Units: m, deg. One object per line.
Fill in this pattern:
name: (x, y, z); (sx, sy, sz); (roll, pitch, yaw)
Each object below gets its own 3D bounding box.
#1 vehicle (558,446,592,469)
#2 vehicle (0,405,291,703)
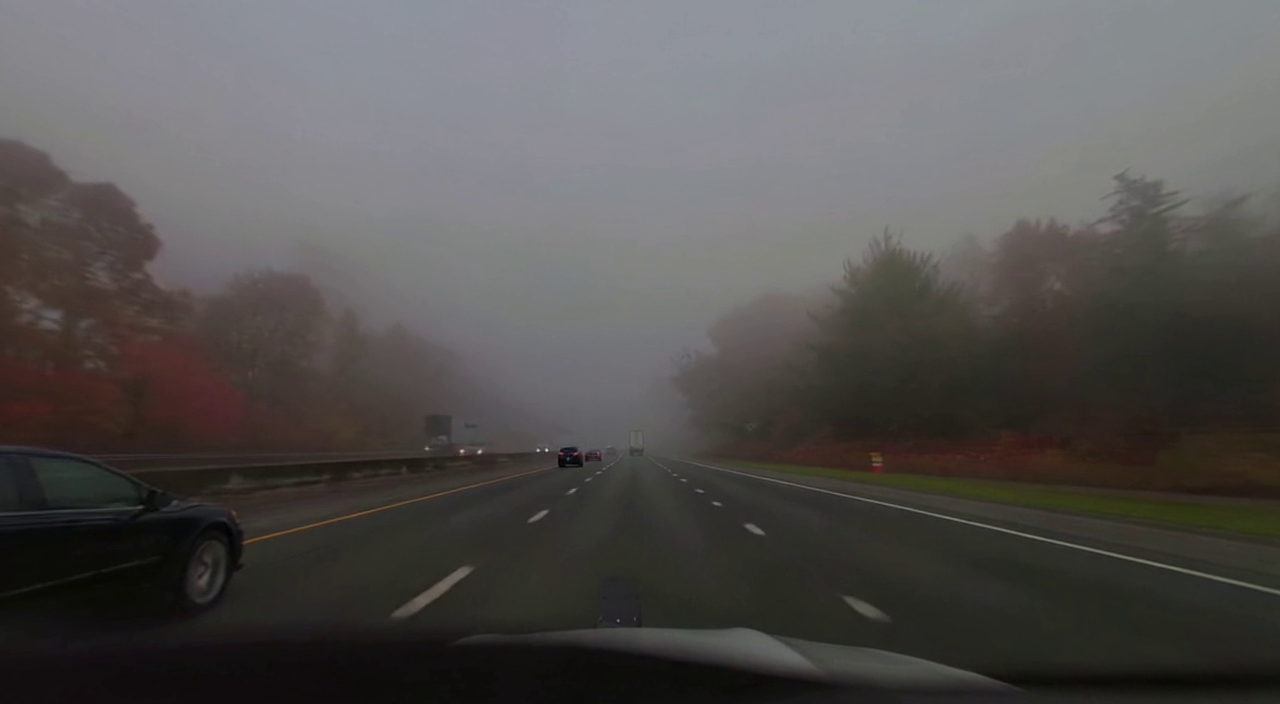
vehicle: (-4.465, 7.274, 43.384); (1.963, 1.475, 3.665); (0, -9, 0)
vehicle: (-4.326, 1.141, 3.802); (2.071, 1.525, 4.058); (0, -9, 0)
